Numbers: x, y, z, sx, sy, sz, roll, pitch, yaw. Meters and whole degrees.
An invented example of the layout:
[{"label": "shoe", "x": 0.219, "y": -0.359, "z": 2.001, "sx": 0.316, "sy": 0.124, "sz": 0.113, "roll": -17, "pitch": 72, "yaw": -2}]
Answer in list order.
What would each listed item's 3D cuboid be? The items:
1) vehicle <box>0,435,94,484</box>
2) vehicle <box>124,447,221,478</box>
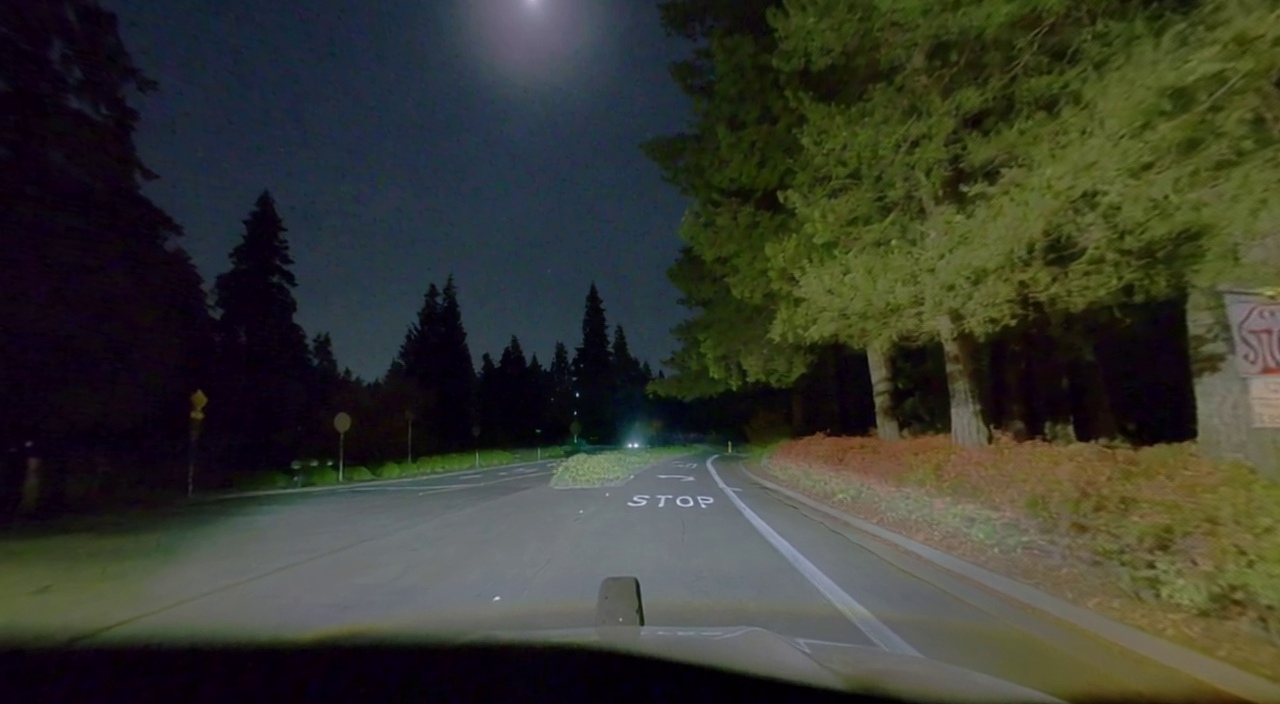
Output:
[{"label": "vehicle", "x": -28.432, "y": 5.003, "z": 29.247, "sx": 4.733, "sy": 1.892, "sz": 1.939, "roll": -4, "pitch": -4, "yaw": 2}, {"label": "vehicle", "x": -26.606, "y": 6.279, "z": 36.027, "sx": 4.007, "sy": 1.459, "sz": 1.952, "roll": -2, "pitch": -8, "yaw": 1}]
